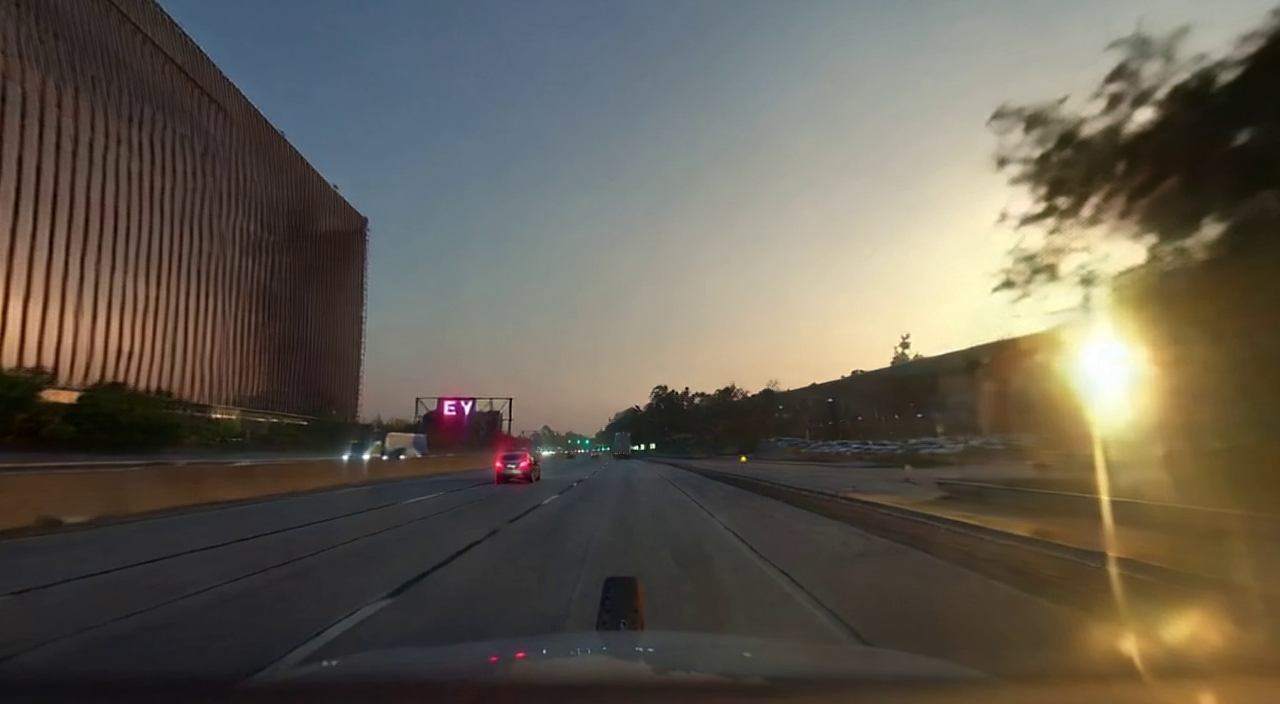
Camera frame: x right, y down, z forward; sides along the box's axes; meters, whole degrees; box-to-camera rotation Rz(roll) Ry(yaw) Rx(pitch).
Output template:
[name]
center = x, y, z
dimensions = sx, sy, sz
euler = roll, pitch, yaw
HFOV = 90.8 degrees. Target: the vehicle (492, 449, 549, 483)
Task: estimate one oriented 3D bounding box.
[vehicle]
center = -5.751, 5.534, 30.987
dimensions = 1.943, 1.510, 4.201
euler = 0, -9, 0
